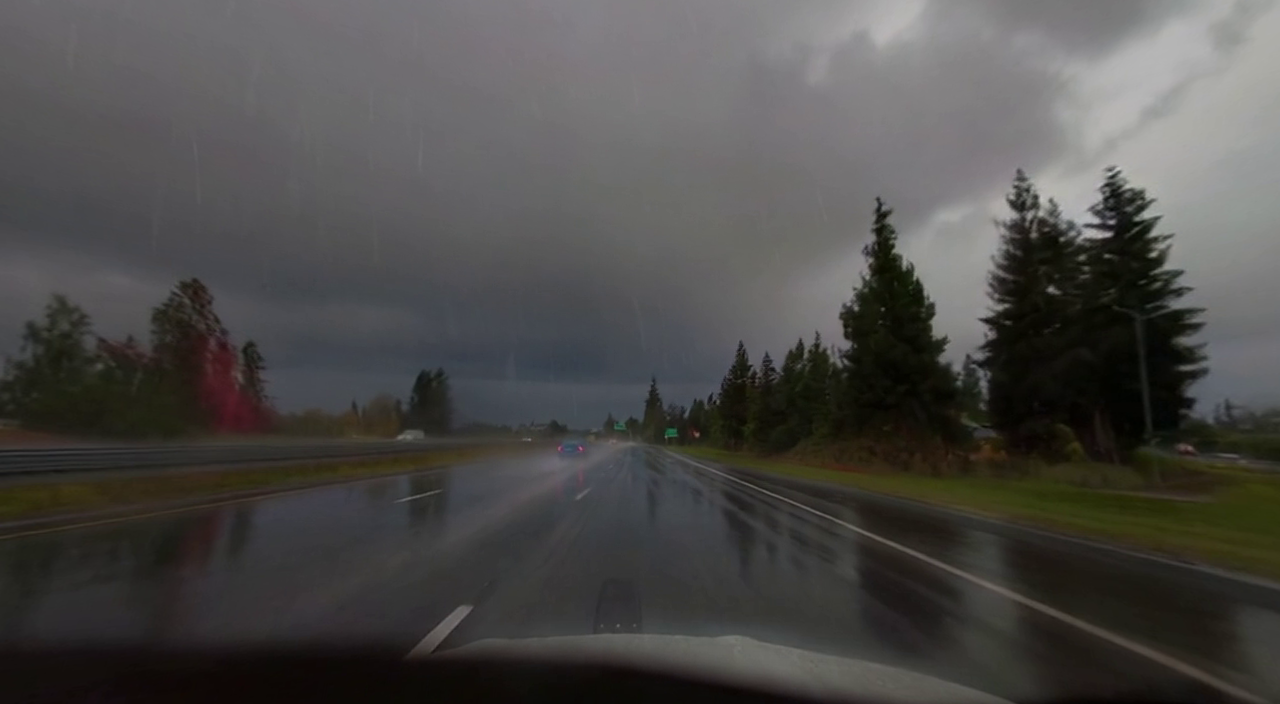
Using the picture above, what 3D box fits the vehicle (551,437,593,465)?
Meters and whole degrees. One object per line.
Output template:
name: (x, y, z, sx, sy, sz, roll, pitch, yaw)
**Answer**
vehicle: (-3.939, 5.766, 36.992, 2.008, 1.567, 3.959, 0, -8, 0)
